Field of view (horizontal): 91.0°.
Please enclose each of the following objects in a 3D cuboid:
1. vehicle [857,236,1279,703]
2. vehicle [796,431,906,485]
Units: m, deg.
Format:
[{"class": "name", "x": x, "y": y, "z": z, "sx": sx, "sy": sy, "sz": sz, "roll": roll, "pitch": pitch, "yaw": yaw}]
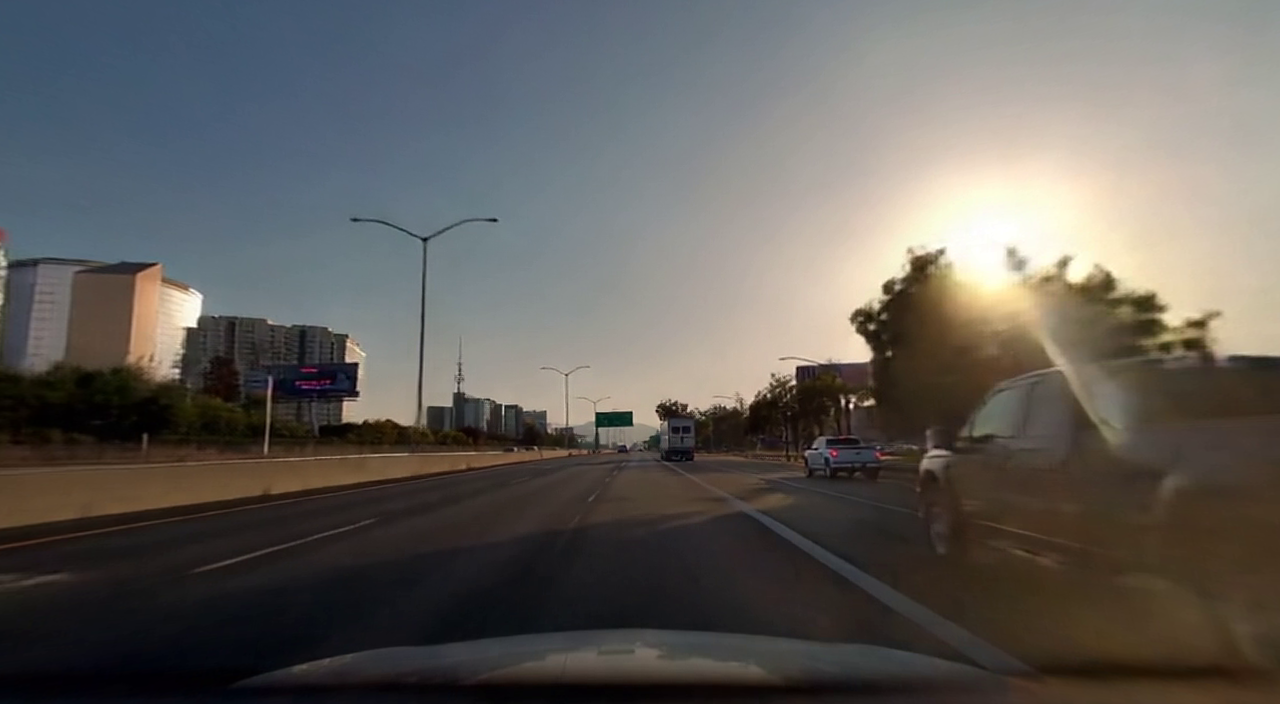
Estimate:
[{"class": "vehicle", "x": 4.058, "y": 0.898, "z": 4.537, "sx": 2.740, "sy": 2.157, "sz": 6.300, "roll": 0, "pitch": -9, "yaw": 0}, {"class": "vehicle", "x": 8.455, "y": 4.334, "z": 25.945, "sx": 2.544, "sy": 1.947, "sz": 5.288, "roll": 0, "pitch": -9, "yaw": -2}]
